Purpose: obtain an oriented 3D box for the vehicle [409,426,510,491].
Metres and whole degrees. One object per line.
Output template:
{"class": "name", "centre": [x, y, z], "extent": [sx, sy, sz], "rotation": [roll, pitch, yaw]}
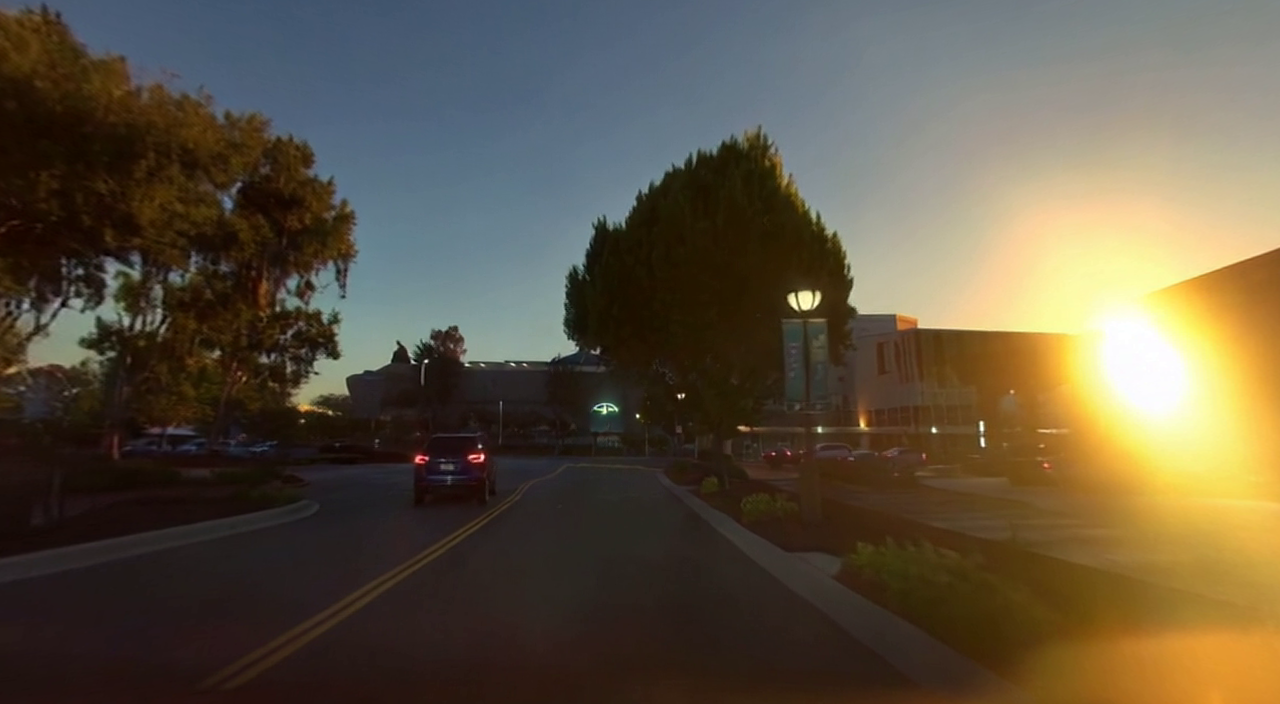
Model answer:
{"class": "vehicle", "centre": [-5.528, 3.329, 20.047], "extent": [2.180, 1.806, 4.541], "rotation": [1, -8, -5]}
